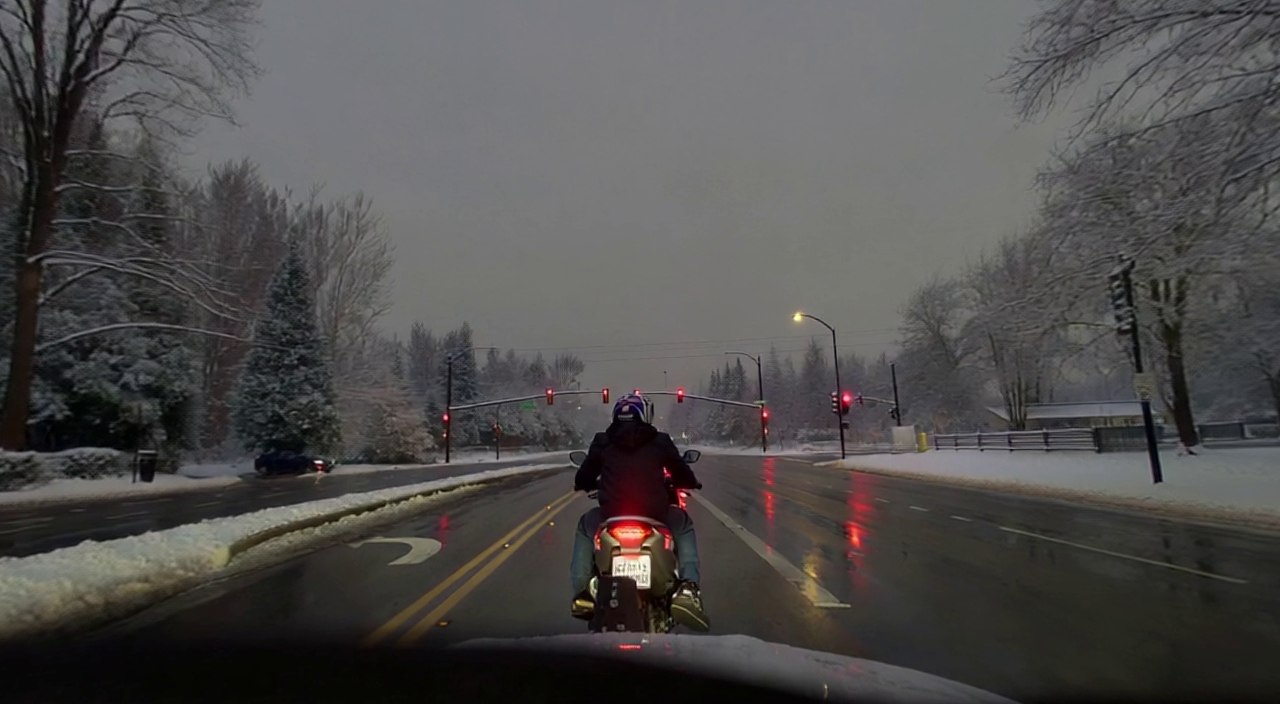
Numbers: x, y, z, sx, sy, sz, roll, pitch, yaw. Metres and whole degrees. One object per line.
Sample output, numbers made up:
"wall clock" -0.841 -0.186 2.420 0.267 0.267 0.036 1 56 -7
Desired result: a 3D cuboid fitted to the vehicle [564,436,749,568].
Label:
"vehicle" 0.139 2.024 9.422 2.093 1.450 4.437 0 -8 -1
